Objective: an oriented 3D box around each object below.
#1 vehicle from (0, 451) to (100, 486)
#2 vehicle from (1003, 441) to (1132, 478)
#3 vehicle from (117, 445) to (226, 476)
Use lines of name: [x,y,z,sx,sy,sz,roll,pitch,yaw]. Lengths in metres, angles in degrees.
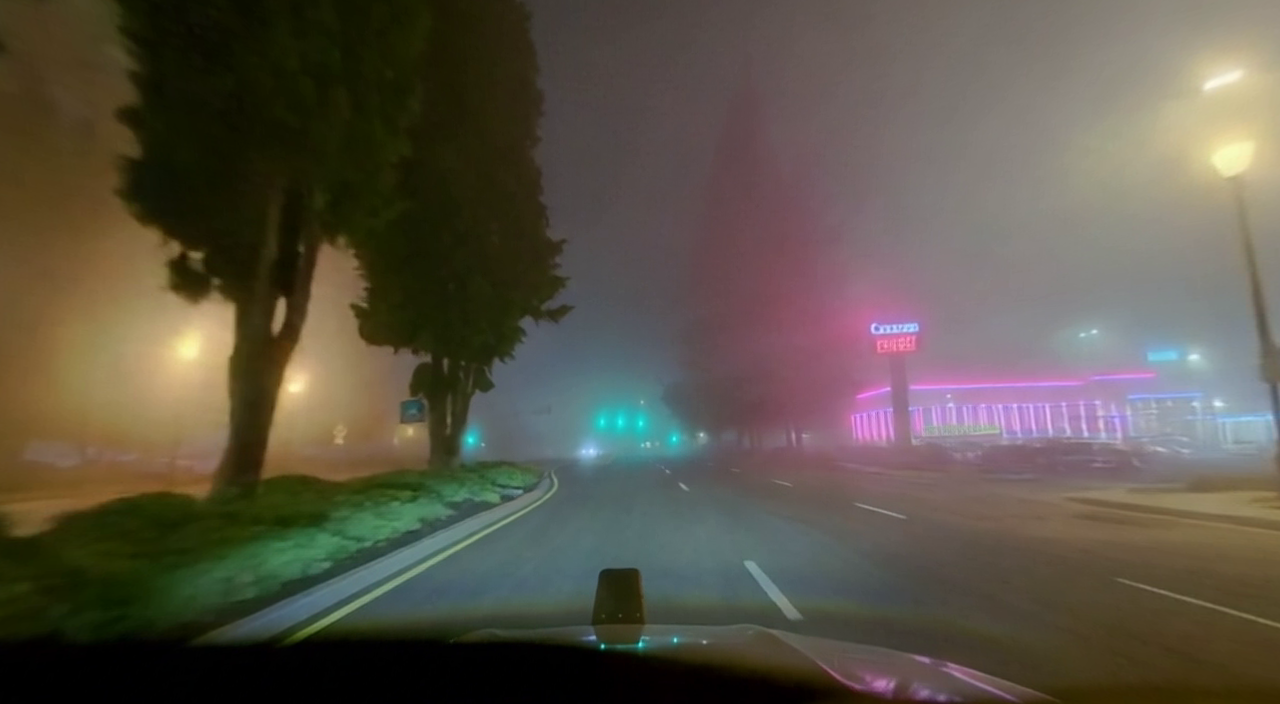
vehicle: [-26.969,5.154,28.167,3.976,1.436,1.900,4,-9,-27]
vehicle: [19.535,4.891,29.094,1.869,1.481,4.459,1,-8,-25]
vehicle: [-27.184,6.280,36.894,4.731,1.677,1.999,5,-9,-28]
